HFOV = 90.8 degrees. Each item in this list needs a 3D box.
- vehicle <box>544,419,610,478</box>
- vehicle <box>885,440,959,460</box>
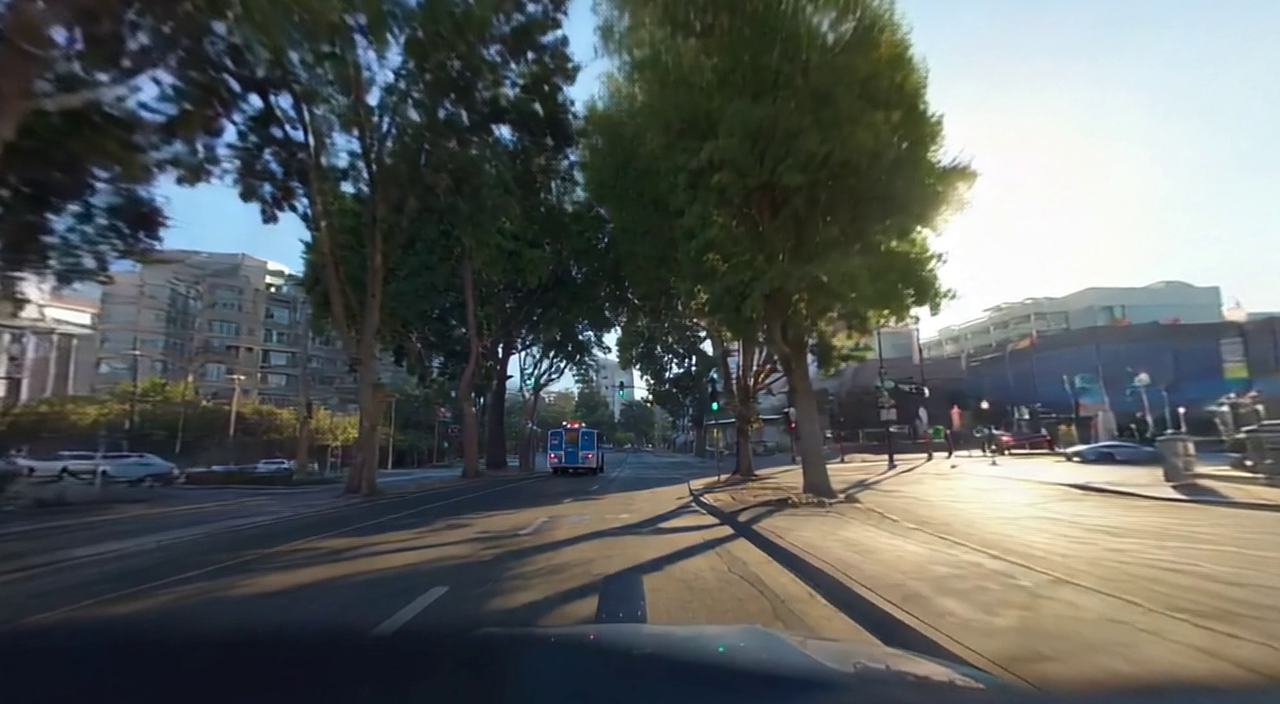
[{"bbox_3d":[-3.176,5.066,33.214,2.633,2.787,5.796,-1,-9,2],"label":"vehicle"},{"bbox_3d":[21.911,7.613,49.206,4.813,1.476,1.868,0,-9,1],"label":"vehicle"}]
